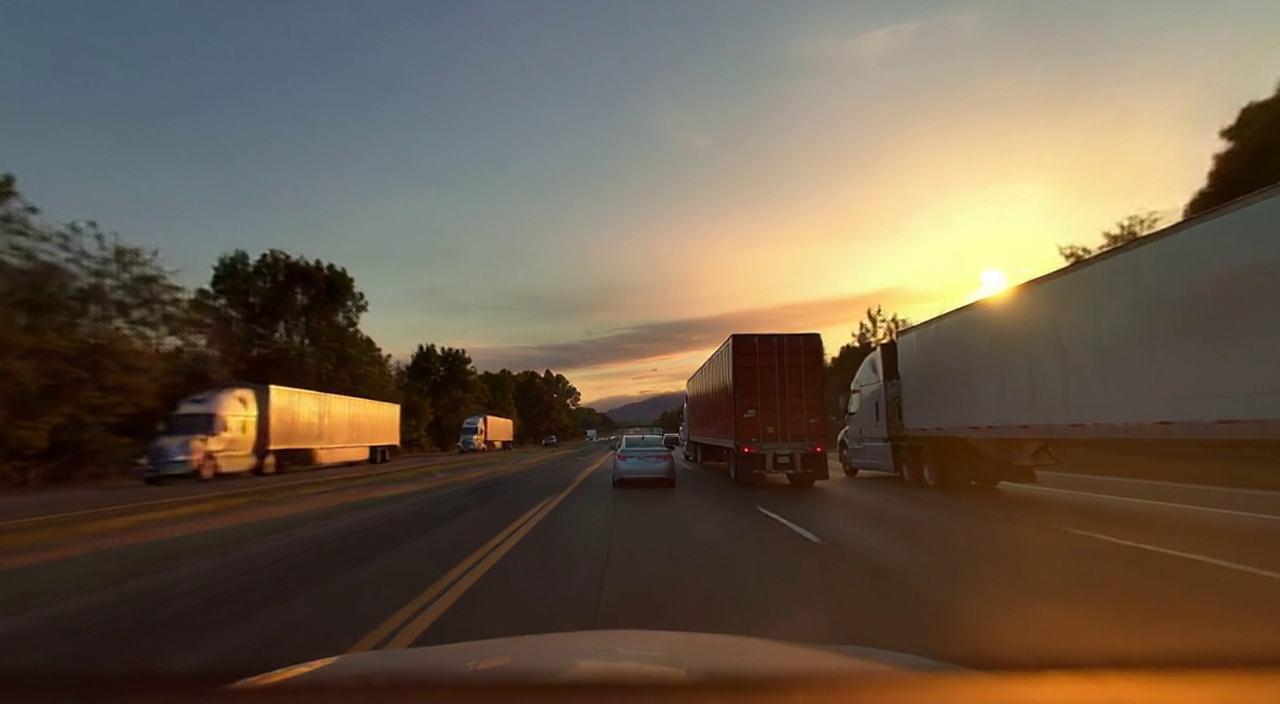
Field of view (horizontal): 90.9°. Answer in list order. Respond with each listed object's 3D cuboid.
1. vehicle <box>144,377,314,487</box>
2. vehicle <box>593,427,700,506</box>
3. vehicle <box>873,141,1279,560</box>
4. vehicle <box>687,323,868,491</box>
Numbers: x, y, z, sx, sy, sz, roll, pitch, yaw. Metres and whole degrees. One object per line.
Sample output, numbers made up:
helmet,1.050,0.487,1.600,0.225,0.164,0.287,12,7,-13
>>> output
vehicle,-16.720,3.325,26.274,2.962,4.015,5.938,0,-8,-1
vehicle,0.073,2.425,13.873,2.038,1.477,3.773,0,-7,-2
vehicle,8.134,0.454,10.153,3.110,4.308,14.260,0,-7,-1
vehicle,3.870,2.232,22.491,2.888,4.099,14.183,0,-7,-2
